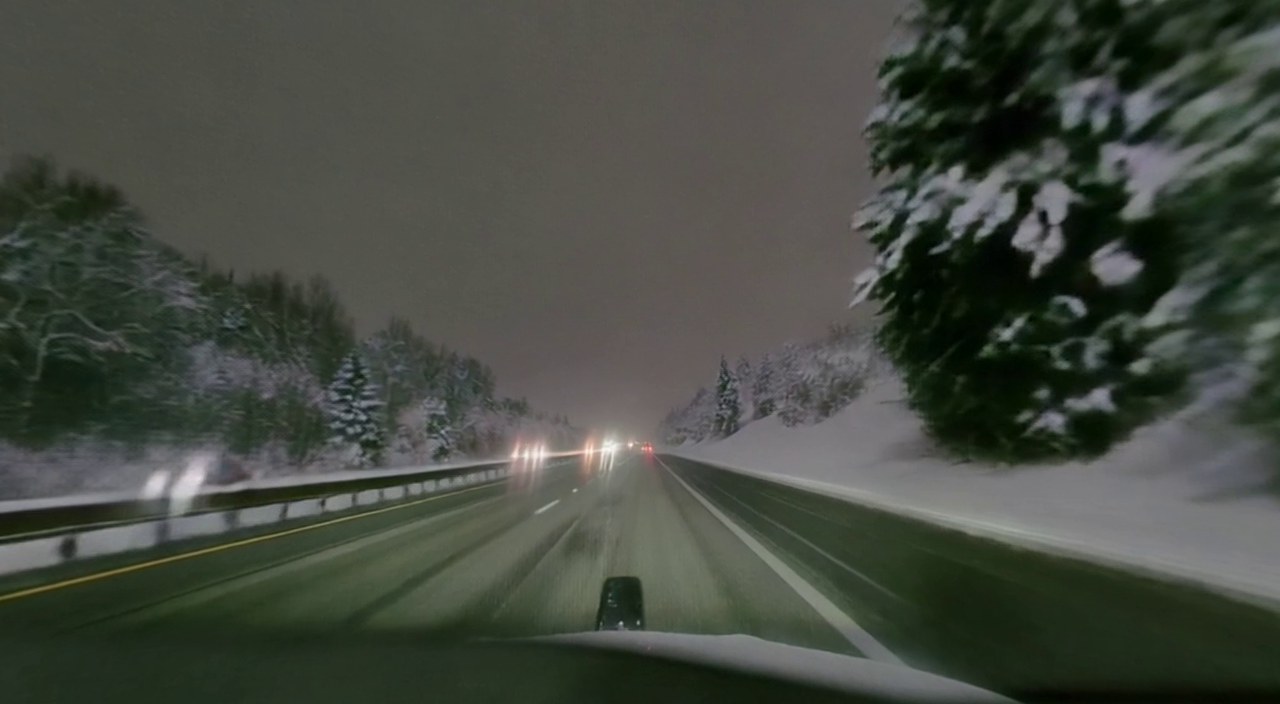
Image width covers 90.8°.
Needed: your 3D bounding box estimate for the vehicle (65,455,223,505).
[{"bbox_3d":[-17.083,4.401,22.085,1.917,1.503,4.376,0,-9,1],"label":"vehicle"}]
